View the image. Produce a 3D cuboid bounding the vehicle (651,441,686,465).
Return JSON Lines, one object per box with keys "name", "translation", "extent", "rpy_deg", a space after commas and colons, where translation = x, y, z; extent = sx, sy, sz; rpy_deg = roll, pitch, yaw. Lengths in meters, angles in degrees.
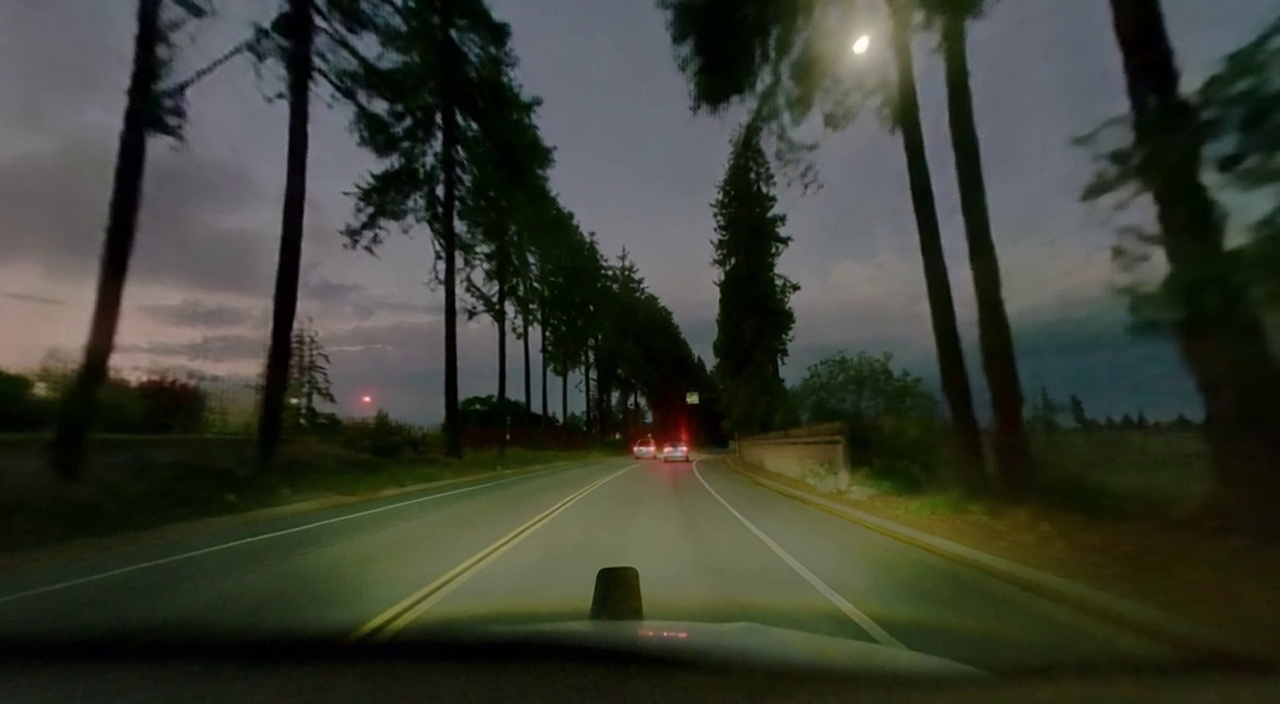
{"name": "vehicle", "translation": [1.921, 6.620, 41.606], "extent": [2.071, 1.474, 4.047], "rpy_deg": [-1, -8, 5]}
